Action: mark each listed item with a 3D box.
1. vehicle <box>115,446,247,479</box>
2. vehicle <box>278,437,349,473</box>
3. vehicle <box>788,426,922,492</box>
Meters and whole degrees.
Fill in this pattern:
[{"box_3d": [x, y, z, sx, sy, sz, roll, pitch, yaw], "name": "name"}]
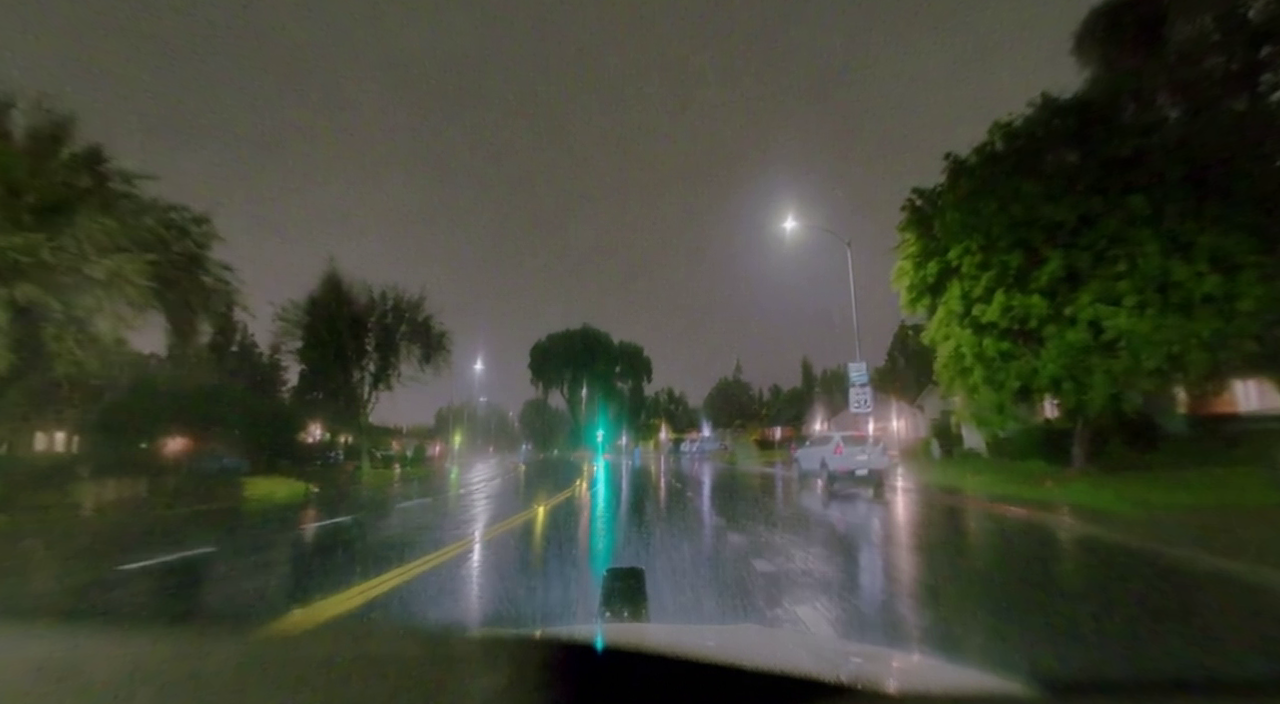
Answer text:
[{"box_3d": [-21.293, 5.109, 29.351, 4.654, 1.442, 2.155, -1, -8, 7], "name": "vehicle"}, {"box_3d": [-18.717, 5.915, 36.395, 2.077, 1.948, 4.705, 1, -8, -7], "name": "vehicle"}, {"box_3d": [6.747, 3.420, 20.492, 2.315, 1.869, 4.678, 1, -8, -6], "name": "vehicle"}]
